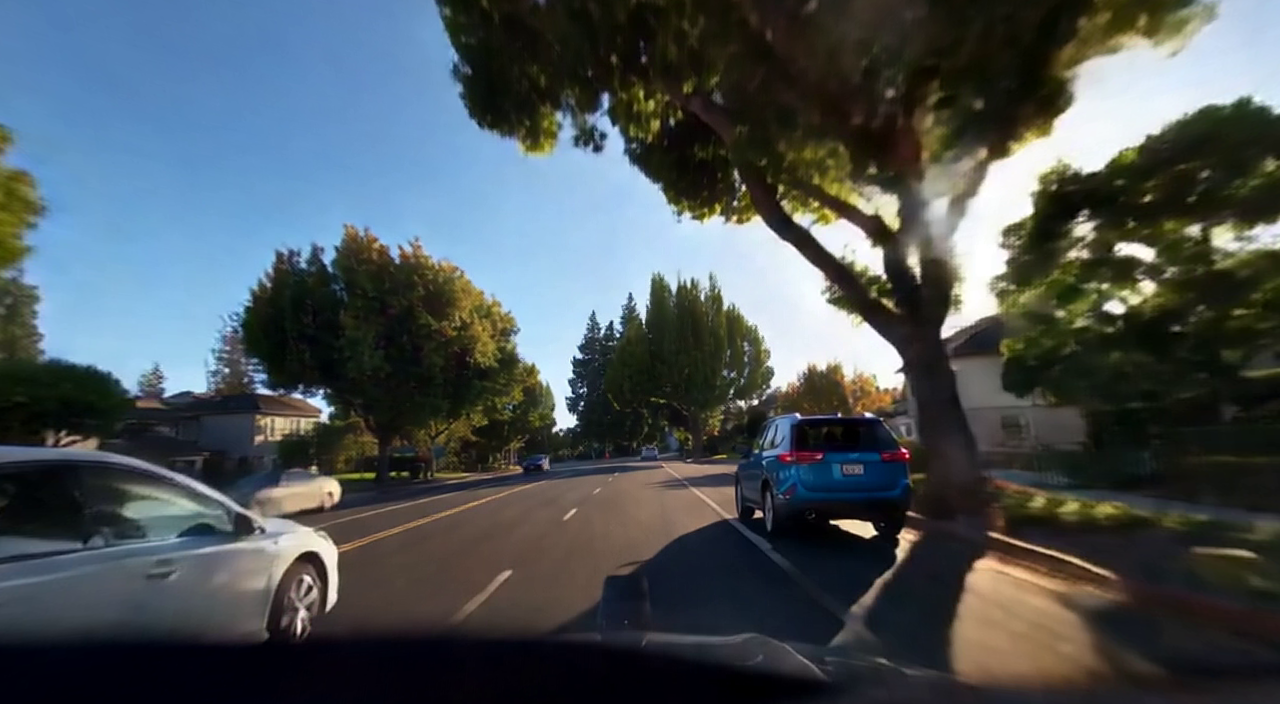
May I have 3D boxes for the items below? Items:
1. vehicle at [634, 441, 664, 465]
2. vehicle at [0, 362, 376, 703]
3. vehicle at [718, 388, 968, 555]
[{"bbox_3d":[0.682,7.760,48.503,2.138,1.729,4.178,-1,-8,1],"label":"vehicle"},{"bbox_3d":[-3.195,0.968,2.747,2.058,1.659,4.514,-1,-8,1],"label":"vehicle"},{"bbox_3d":[2.881,1.898,10.727,2.338,2.063,5.592,0,-8,0],"label":"vehicle"}]
